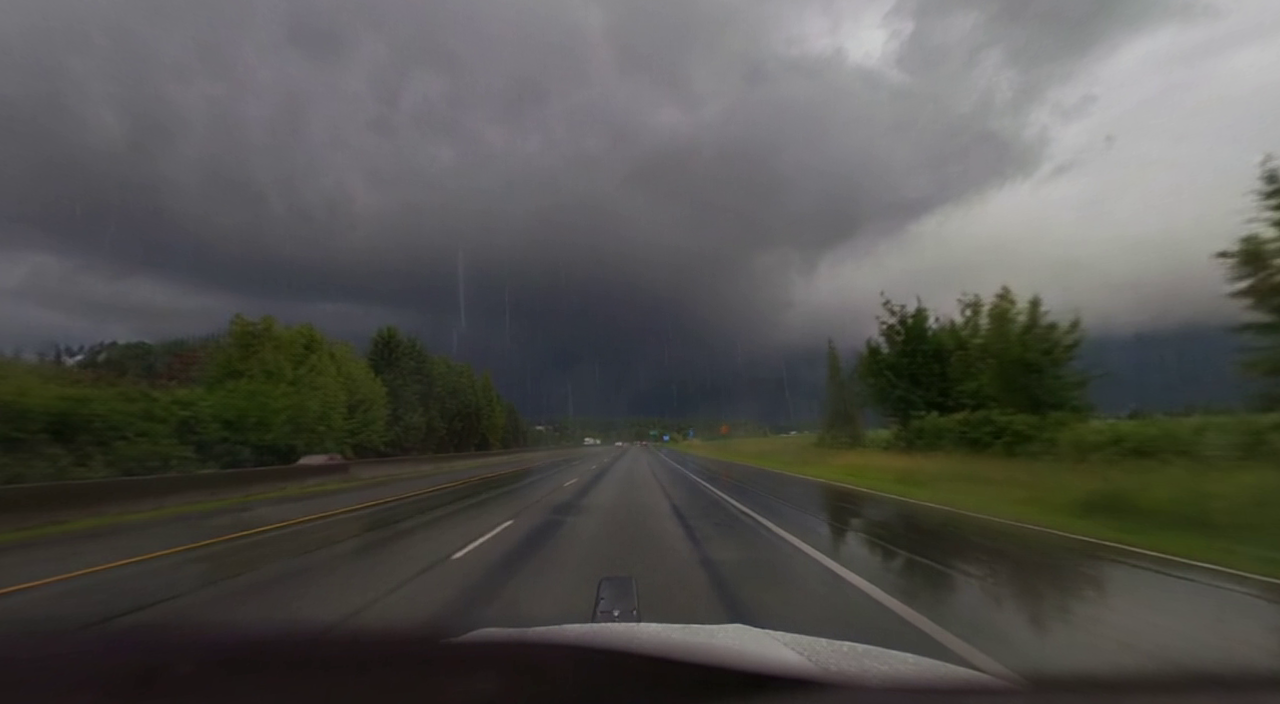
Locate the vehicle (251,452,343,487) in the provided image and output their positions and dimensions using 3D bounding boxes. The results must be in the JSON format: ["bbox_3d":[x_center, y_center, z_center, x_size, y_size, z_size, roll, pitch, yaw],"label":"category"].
[{"bbox_3d":[-16.686,5.701,30.909,1.982,1.498,4.619,0,-8,-1],"label":"vehicle"}]
